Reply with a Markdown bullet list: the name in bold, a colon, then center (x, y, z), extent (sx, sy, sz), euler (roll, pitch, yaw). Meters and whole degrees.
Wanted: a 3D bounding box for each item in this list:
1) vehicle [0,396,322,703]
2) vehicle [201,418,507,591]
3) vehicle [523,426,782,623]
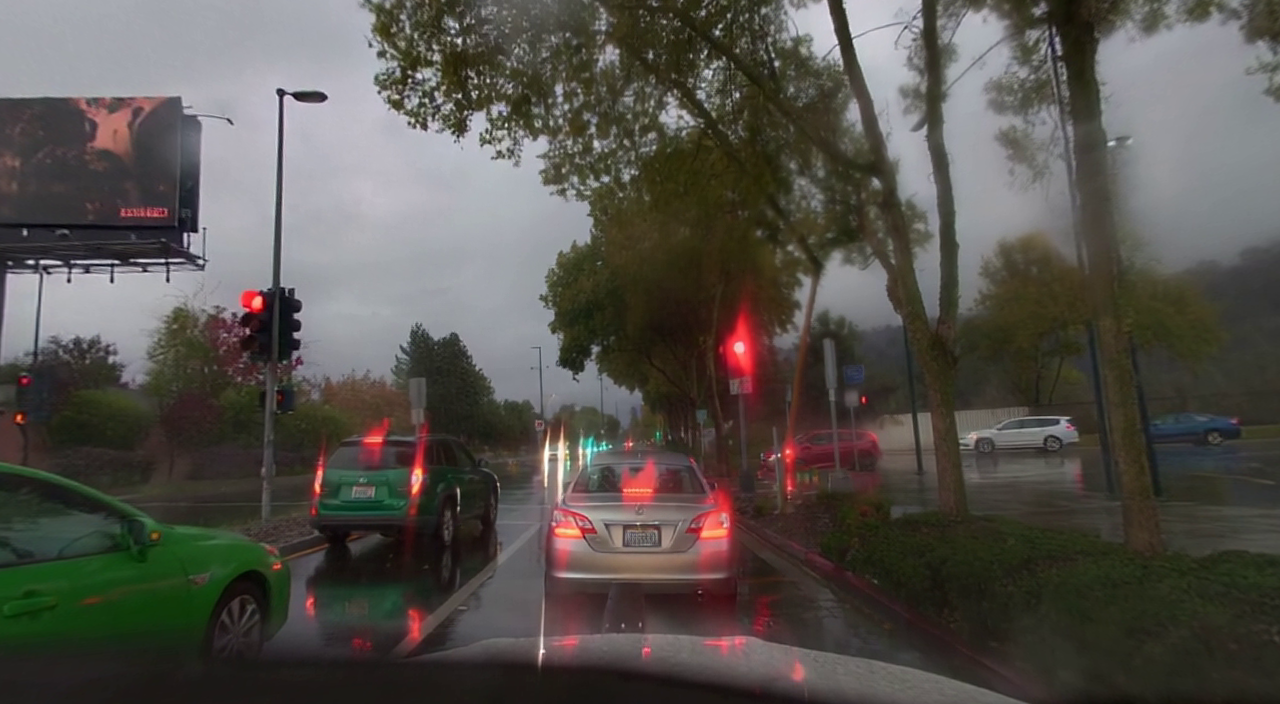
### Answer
- **vehicle**: center (-3.158, 0.959, 2.404), extent (1.808, 1.520, 3.846), euler (-1, -9, 1)
- **vehicle**: center (-3.176, 1.783, 8.134), extent (1.950, 1.628, 4.082), euler (-1, -9, 1)
- **vehicle**: center (0.025, 1.586, 6.615), extent (1.977, 1.467, 3.474), euler (0, -9, -2)
